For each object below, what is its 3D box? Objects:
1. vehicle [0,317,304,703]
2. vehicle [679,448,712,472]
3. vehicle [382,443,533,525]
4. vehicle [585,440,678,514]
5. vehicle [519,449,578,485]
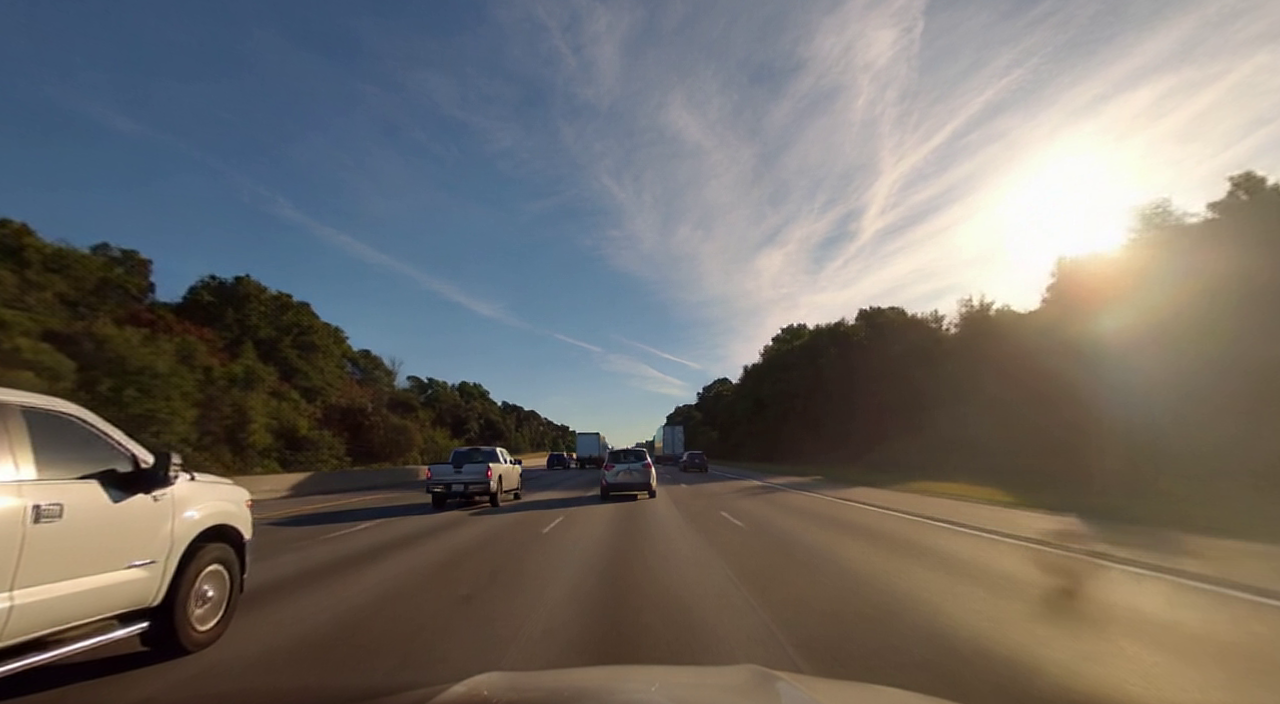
[{"bbox_3d":[-3.929,0.785,2.653,2.243,1.889,4.949,0,-9,0],"label":"vehicle"},{"bbox_3d":[3.727,7.356,43.053,1.858,1.537,3.838,0,-9,-1],"label":"vehicle"},{"bbox_3d":[-3.746,2.792,13.901,1.988,1.501,4.438,0,-9,0],"label":"vehicle"},{"bbox_3d":[-0.196,2.994,15.491,1.996,1.574,3.426,0,-9,0],"label":"vehicle"},{"bbox_3d":[-4.016,5.100,28.340,1.999,1.484,4.269,0,-9,0],"label":"vehicle"}]
